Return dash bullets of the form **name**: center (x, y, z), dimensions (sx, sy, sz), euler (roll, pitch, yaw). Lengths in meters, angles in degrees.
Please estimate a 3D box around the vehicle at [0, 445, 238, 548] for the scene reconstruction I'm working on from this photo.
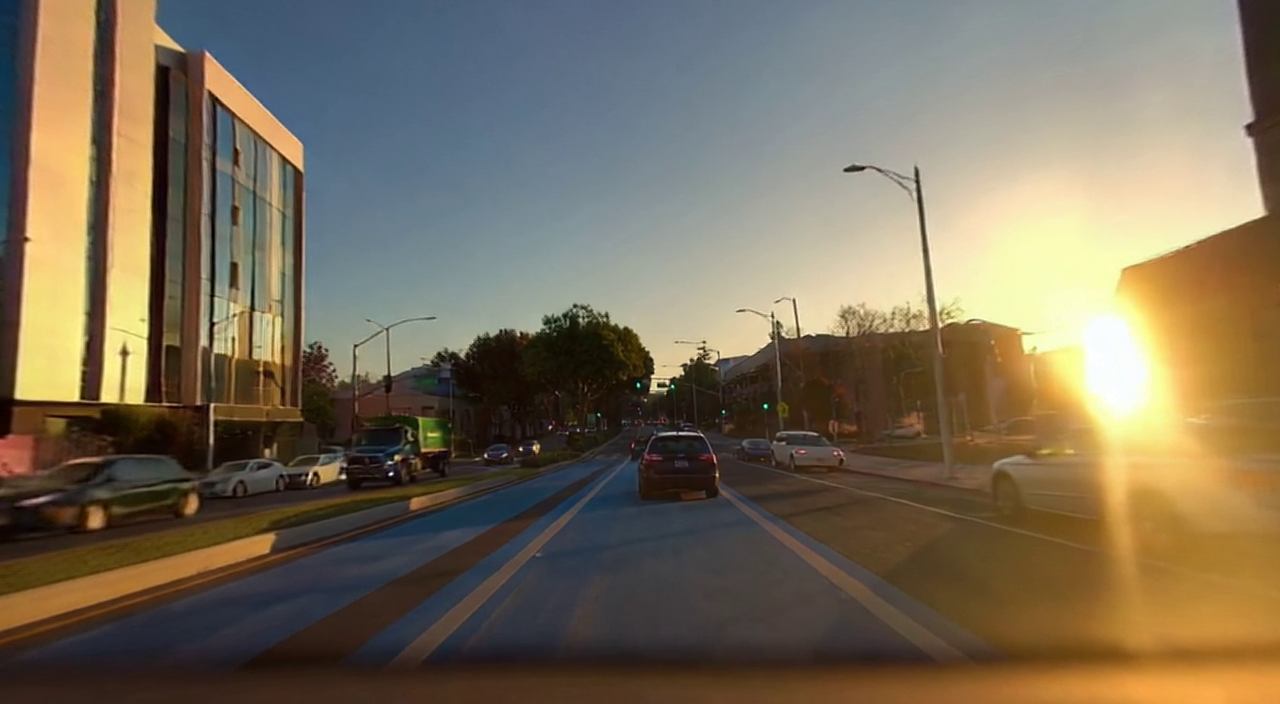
- **vehicle**: center (-11.300, 2.919, 13.613), dimensions (2.191, 1.763, 5.059), euler (0, -9, -4)

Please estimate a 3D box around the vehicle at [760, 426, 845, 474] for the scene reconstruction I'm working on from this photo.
- **vehicle**: center (6.761, 4.152, 26.899), dimensions (2.205, 1.823, 5.078), euler (0, -9, 0)

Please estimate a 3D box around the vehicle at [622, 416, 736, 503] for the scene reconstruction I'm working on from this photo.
- **vehicle**: center (0.744, 2.549, 15.260), dimensions (2.283, 1.773, 4.255), euler (0, -9, -3)

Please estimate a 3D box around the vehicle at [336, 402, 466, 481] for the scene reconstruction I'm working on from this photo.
- **vehicle**: center (-13.327, 5.256, 36.706), dimensions (3.101, 3.878, 10.902), euler (0, -9, 1)

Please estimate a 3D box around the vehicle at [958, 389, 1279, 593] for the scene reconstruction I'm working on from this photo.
- **vehicle**: center (6.659, 1.617, 8.326), dimensions (2.088, 1.761, 5.697), euler (0, -9, 2)
